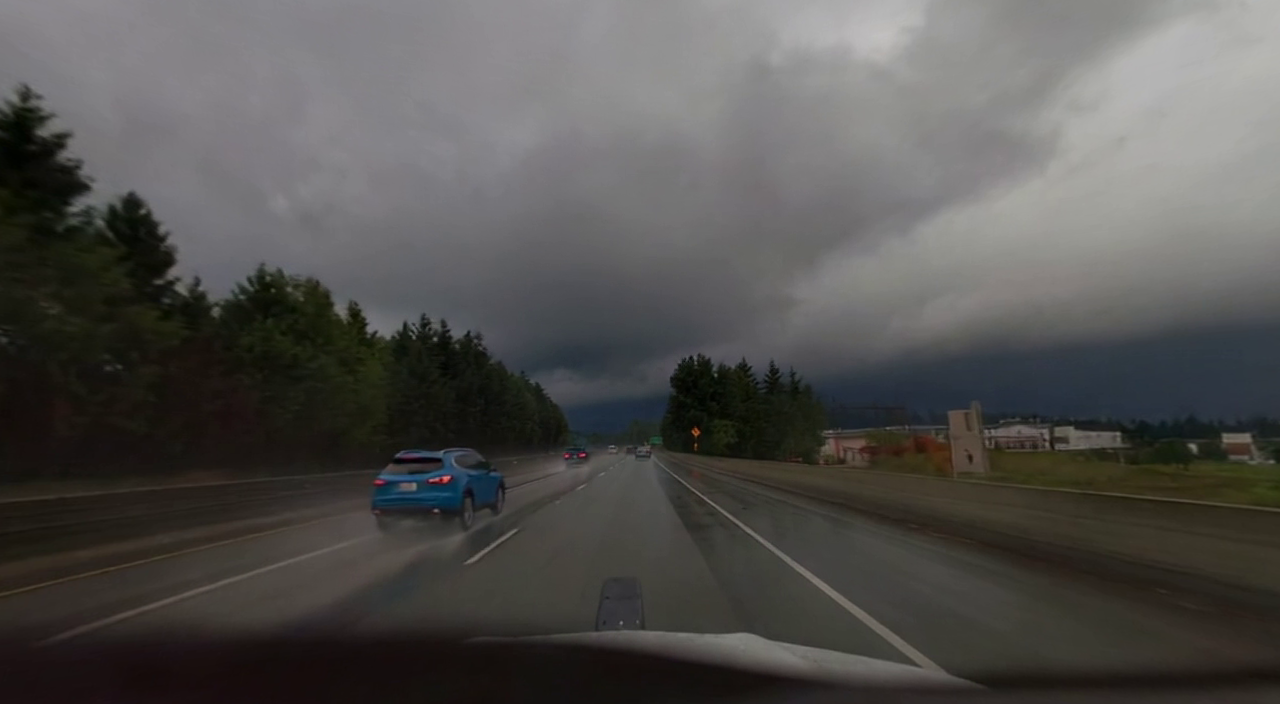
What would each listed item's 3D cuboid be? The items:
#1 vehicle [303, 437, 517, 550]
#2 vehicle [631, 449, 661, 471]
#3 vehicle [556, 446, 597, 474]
[{"bbox_3d":[-3.573,2.265,10.826,2.034,1.520,4.236,0,-9,1],"label":"vehicle"},{"bbox_3d":[0.428,7.897,46.373,2.046,1.452,4.407,0,-9,0],"label":"vehicle"},{"bbox_3d":[-3.997,6.872,40.493,2.100,1.667,4.223,0,-9,1],"label":"vehicle"}]
